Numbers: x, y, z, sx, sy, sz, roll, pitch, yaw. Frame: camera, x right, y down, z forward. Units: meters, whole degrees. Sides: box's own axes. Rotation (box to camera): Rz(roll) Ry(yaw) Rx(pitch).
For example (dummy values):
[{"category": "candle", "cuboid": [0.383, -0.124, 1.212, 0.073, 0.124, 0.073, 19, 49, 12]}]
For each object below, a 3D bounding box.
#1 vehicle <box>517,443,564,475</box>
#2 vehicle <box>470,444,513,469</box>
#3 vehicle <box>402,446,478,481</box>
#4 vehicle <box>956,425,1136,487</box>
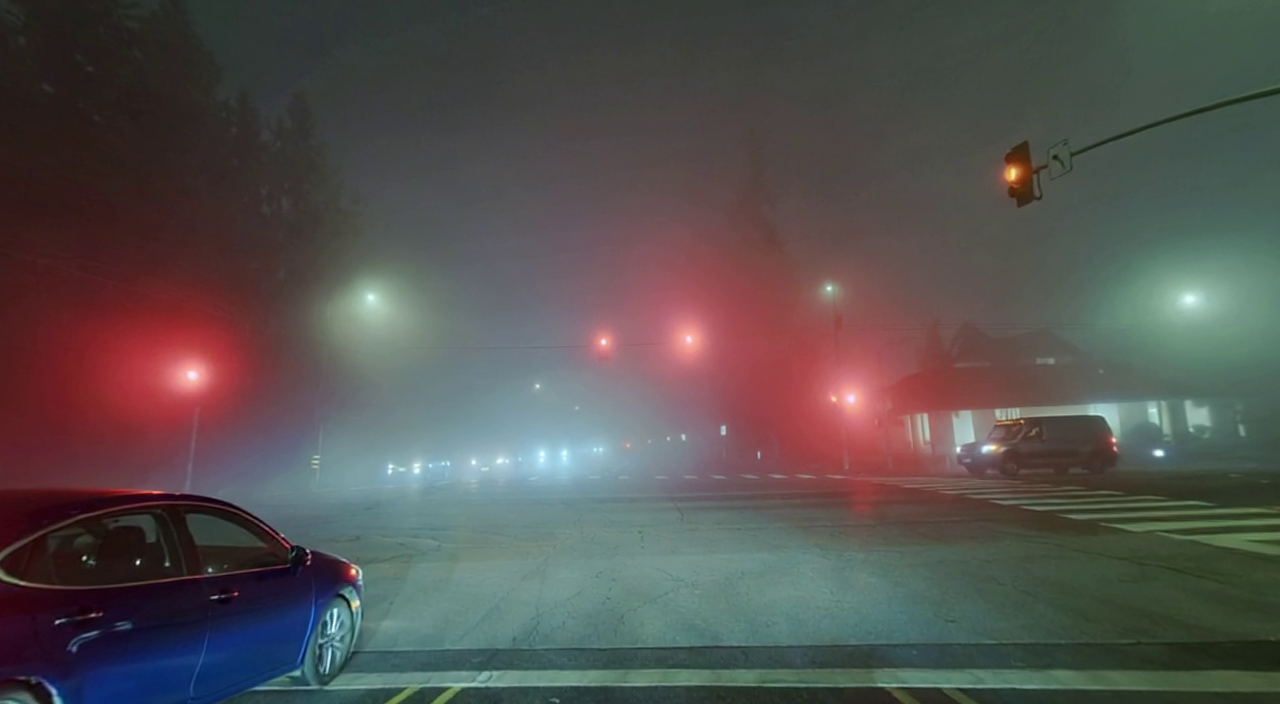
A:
[{"category": "vehicle", "cuboid": [-4.788, 5.191, 30.921, 1.846, 1.416, 4.228, 0, -9, -3]}, {"category": "vehicle", "cuboid": [-9.019, 6.371, 38.758, 1.779, 1.460, 4.463, 0, -9, -3]}, {"category": "vehicle", "cuboid": [-9.008, 5.028, 28.872, 2.024, 1.460, 4.381, 0, -9, 0]}, {"category": "vehicle", "cuboid": [14.846, 3.757, 23.127, 5.910, 2.046, 2.228, 3, -9, -19]}]
